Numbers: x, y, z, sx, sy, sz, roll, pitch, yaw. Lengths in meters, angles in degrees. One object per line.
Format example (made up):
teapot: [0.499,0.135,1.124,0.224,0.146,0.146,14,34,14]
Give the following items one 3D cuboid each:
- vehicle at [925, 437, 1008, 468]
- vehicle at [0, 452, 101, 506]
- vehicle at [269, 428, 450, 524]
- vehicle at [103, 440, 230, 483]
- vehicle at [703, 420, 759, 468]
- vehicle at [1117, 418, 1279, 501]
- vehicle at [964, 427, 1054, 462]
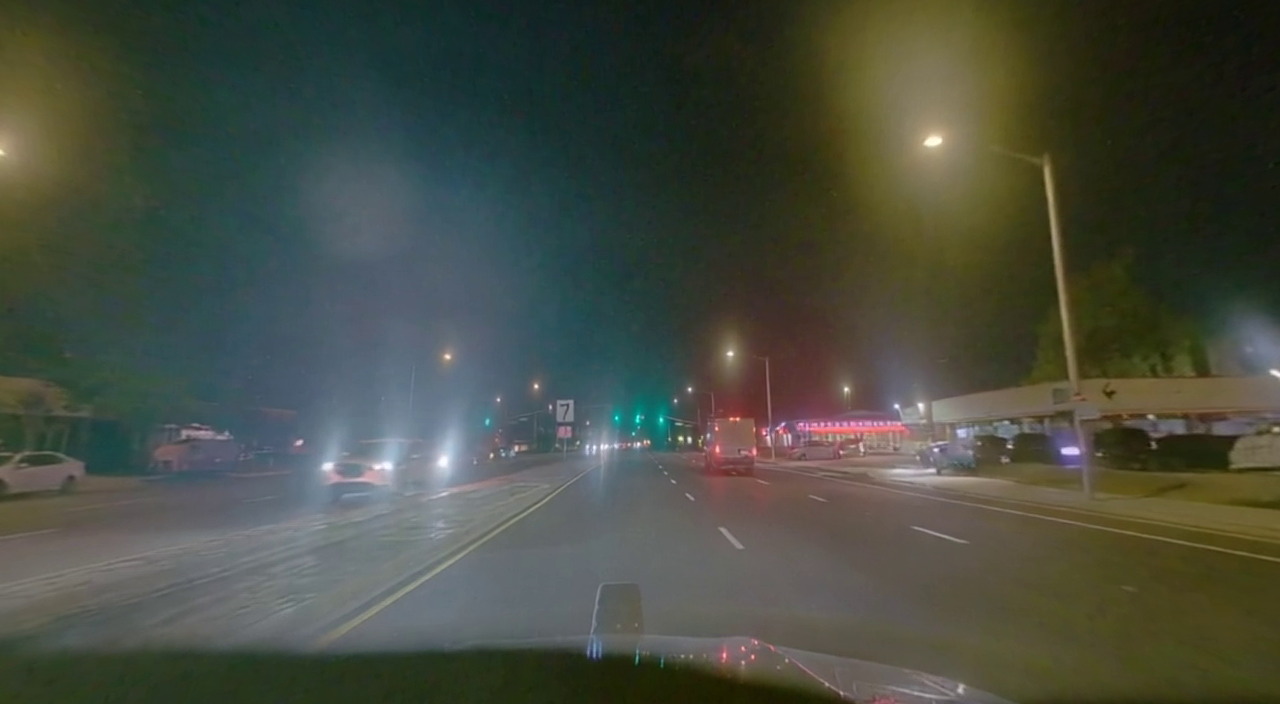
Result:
vehicle: [17.646,5.415,34.282,1.957,1.501,4.308,-2,-7,-3]
vehicle: [-19.019,3.765,18.831,1.867,1.475,4.369,0,-9,0]
vehicle: [-5.519,2.480,13.112,2.002,1.635,4.271,1,-9,-4]
vehicle: [-24.247,5.592,32.627,2.177,1.922,5.563,-3,-8,2]
vehicle: [6.509,6.769,46.221,2.802,3.208,7.459,1,-8,-2]
vehicle: [14.543,2.519,15.292,2.158,1.736,4.713,-2,-8,1]
vehicle: [20.200,5.106,34.756,2.012,1.709,4.574,-1,-9,-2]
